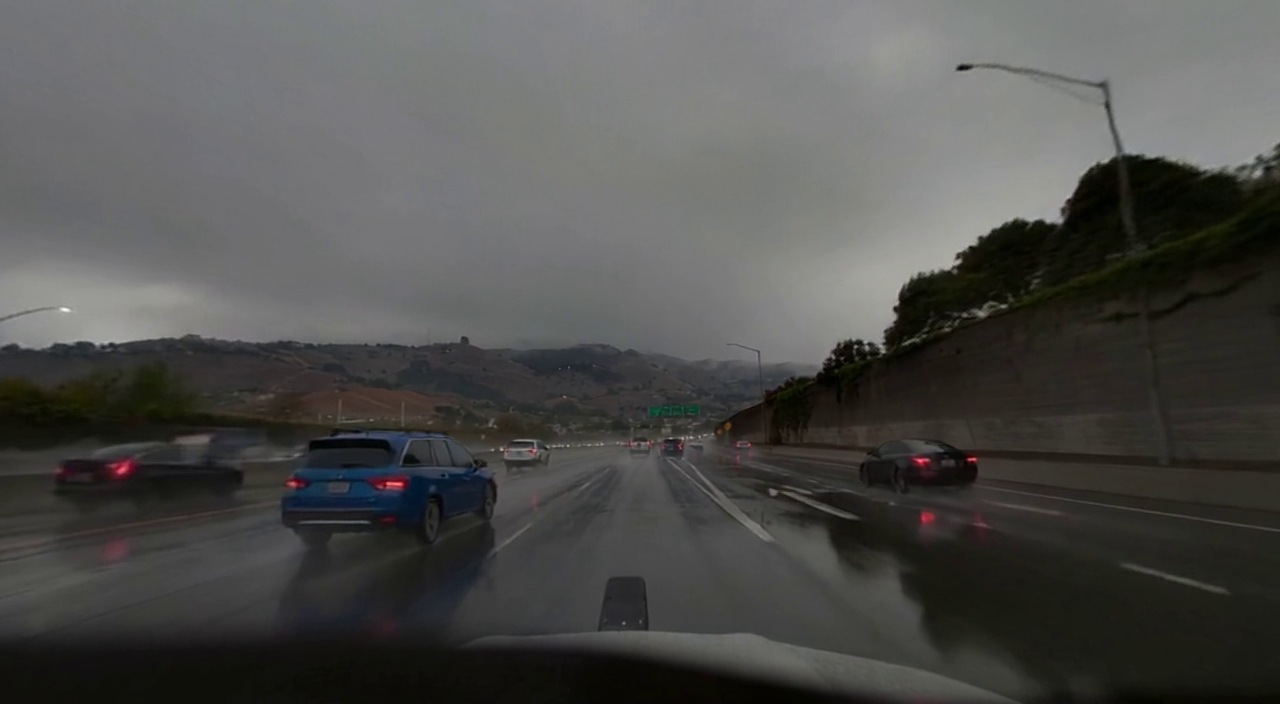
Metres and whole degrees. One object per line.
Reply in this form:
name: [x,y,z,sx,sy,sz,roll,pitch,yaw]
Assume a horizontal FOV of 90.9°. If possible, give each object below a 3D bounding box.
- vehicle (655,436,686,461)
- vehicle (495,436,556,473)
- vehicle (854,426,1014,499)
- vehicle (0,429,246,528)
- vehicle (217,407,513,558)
vehicle: [2.431,7.545,49.385,2.172,1.824,5.031,-1,-8,5]
vehicle: [-5.798,5.246,32.594,2.076,1.730,4.537,-1,-8,3]
vehicle: [7.545,2.879,16.802,2.122,1.646,4.491,0,-8,1]
vehicle: [-11.278,2.643,13.851,2.091,1.774,4.754,0,-8,1]
vehicle: [-3.725,1.894,9.960,2.210,1.730,5.133,-1,-8,2]
